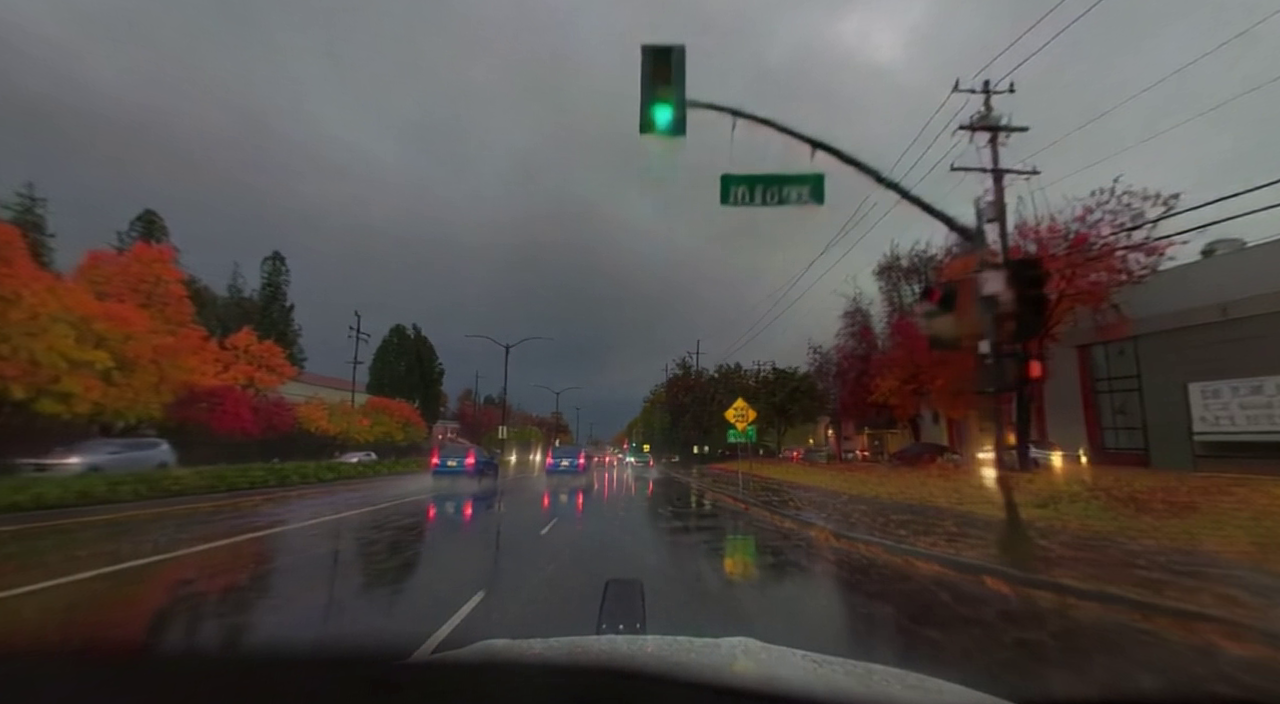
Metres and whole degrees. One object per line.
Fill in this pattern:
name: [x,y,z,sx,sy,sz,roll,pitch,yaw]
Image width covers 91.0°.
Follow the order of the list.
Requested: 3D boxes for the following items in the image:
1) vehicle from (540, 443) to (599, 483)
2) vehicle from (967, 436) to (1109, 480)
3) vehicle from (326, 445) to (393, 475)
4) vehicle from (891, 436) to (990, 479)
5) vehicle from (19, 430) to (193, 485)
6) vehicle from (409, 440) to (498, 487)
vehicle: [-3.196,5.142,29.468,2.085,1.663,4.513,0,-9,2]
vehicle: [14.659,3.918,23.503,1.826,1.474,4.254,3,-9,-16]
vehicle: [-15.589,5.999,35.227,1.843,1.520,3.995,0,-9,1]
vehicle: [13.340,4.660,28.246,1.862,1.559,3.959,-3,-6,-11]
vehicle: [-19.552,3.897,23.473,2.118,1.798,4.923,1,-9,0]
vehicle: [-6.883,4.154,23.768,1.932,1.596,4.247,0,-9,1]
